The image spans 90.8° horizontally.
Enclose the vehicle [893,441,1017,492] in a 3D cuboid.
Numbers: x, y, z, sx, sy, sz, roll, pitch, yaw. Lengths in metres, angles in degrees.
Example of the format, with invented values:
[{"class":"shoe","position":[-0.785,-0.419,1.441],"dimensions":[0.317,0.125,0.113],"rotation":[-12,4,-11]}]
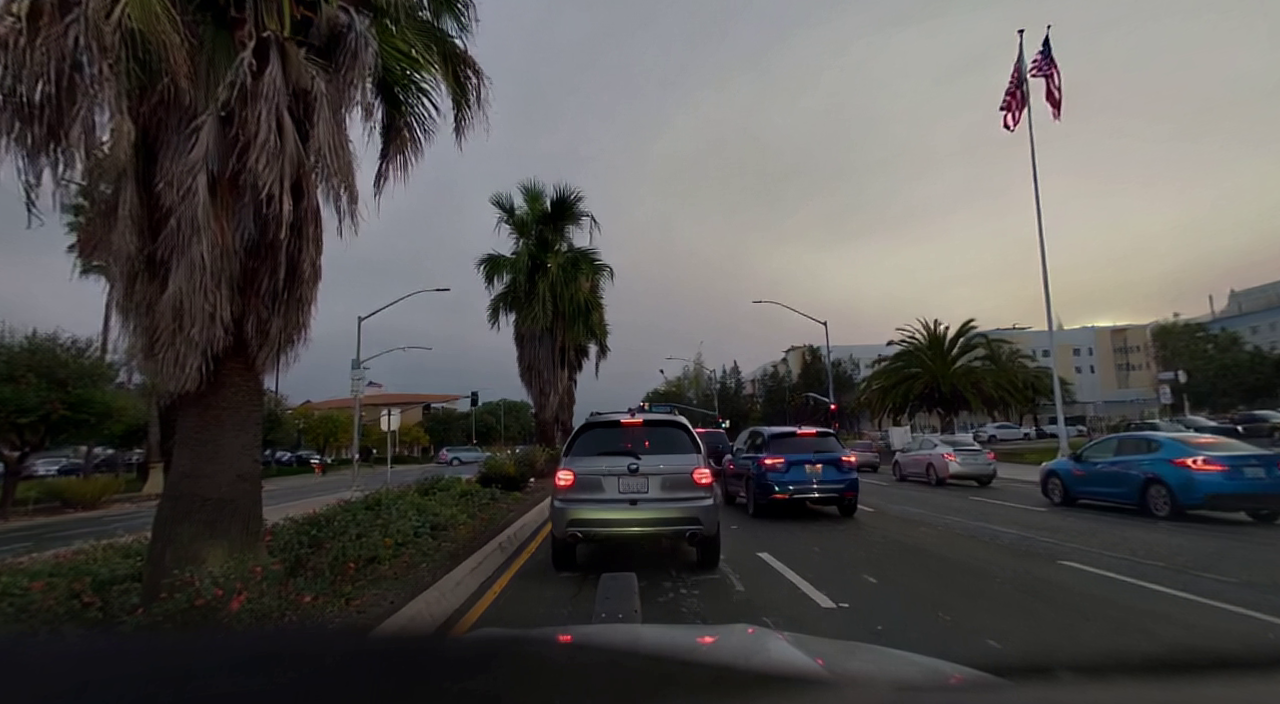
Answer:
[{"class":"vehicle","position":[10.157,3.700,20.790],"dimensions":[1.855,1.495,4.143],"rotation":[0,-9,-1]}]

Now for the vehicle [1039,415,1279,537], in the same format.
[{"class":"vehicle","position":[9.907,2.166,11.623],"dimensions":[2.155,1.779,4.582],"rotation":[0,-9,1]}]

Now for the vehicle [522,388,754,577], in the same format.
[{"class":"vehicle","position":[-0.129,1.685,8.910],"dimensions":[2.402,1.938,4.535],"rotation":[0,-9,-3]}]

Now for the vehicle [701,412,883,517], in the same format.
[{"class":"vehicle","position":[3.267,2.659,15.484],"dimensions":[2.773,2.021,6.212],"rotation":[0,-9,-2]}]
